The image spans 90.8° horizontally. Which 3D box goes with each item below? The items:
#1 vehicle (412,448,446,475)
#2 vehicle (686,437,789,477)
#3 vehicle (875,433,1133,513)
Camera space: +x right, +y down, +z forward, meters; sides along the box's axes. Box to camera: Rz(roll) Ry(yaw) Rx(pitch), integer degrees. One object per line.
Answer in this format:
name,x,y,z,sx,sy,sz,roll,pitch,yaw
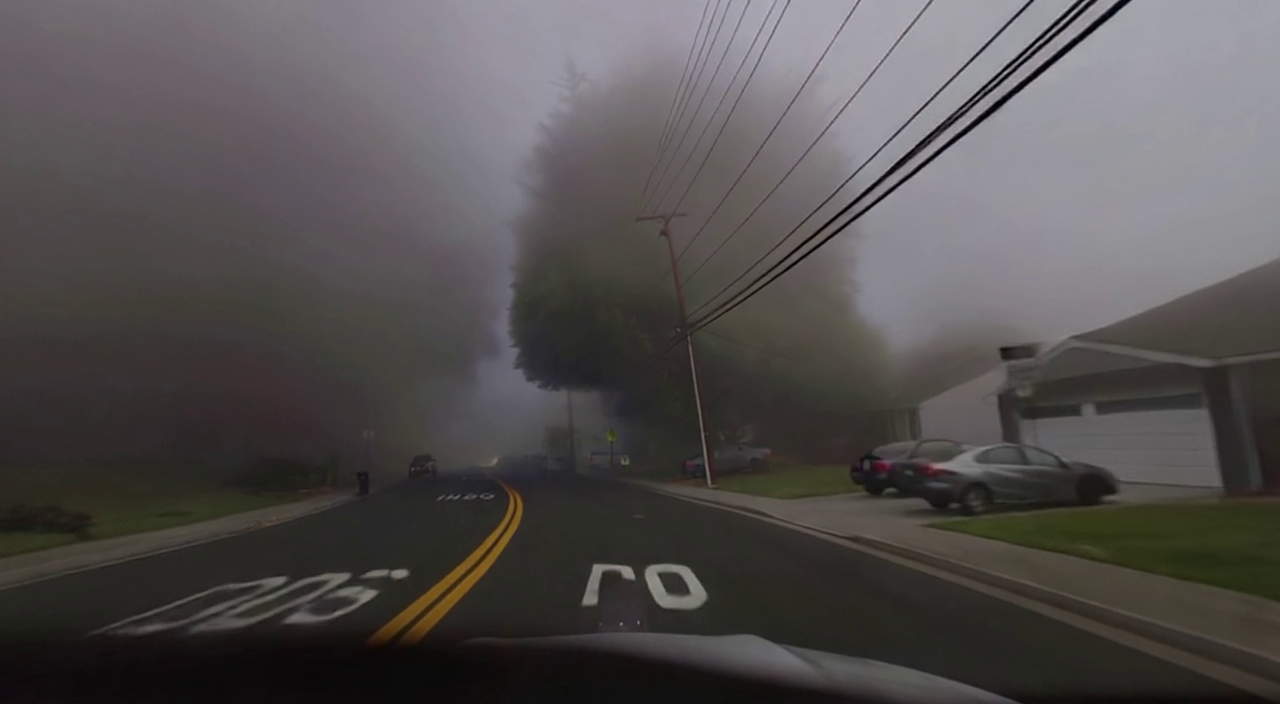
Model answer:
vehicle,-16.156,8.469,48.543,2.046,1.777,4.473,0,-12,-14
vehicle,4.551,4.959,29.785,4.337,1.768,1.962,3,-9,-12
vehicle,7.622,2.554,13.528,4.382,1.531,1.925,1,-9,-5
